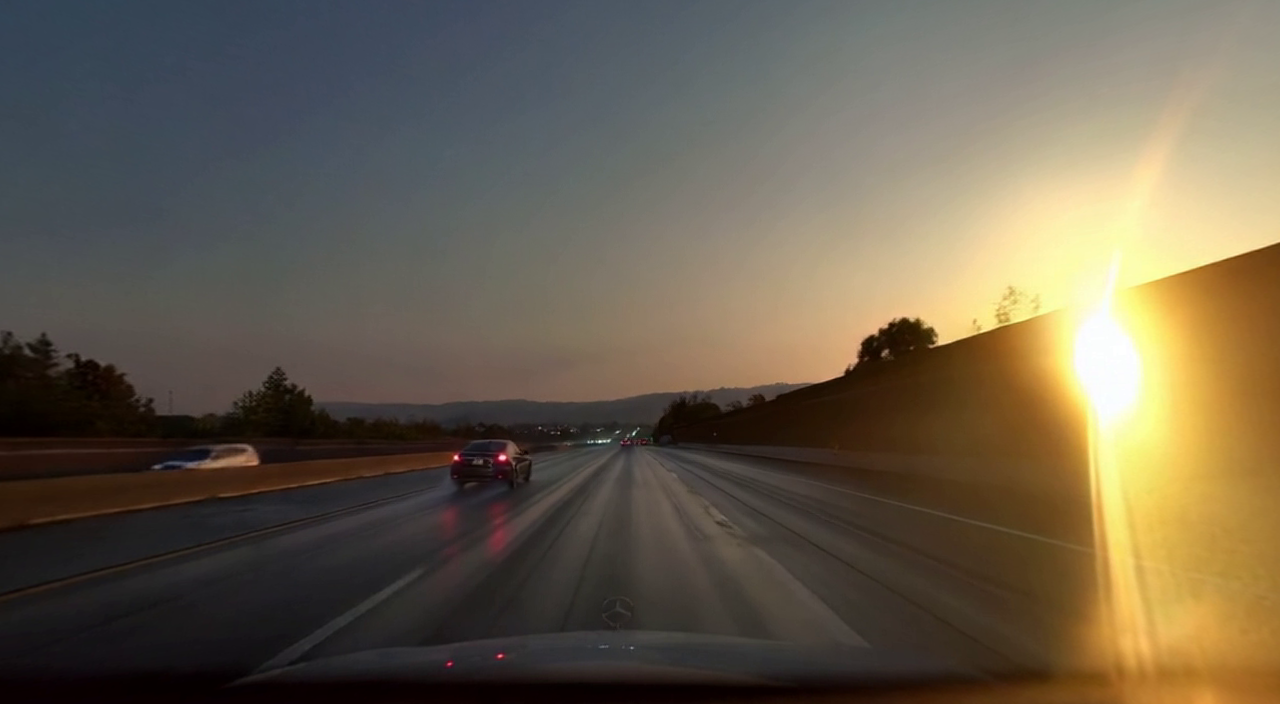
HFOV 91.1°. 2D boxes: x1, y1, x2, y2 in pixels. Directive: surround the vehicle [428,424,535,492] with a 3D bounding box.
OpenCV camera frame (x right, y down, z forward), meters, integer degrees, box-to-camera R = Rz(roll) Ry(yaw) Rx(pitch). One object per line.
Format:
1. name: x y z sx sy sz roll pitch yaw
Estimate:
1. vehicle: -4.364 2.984 18.105 2.063 1.661 4.439 1 -8 -2
